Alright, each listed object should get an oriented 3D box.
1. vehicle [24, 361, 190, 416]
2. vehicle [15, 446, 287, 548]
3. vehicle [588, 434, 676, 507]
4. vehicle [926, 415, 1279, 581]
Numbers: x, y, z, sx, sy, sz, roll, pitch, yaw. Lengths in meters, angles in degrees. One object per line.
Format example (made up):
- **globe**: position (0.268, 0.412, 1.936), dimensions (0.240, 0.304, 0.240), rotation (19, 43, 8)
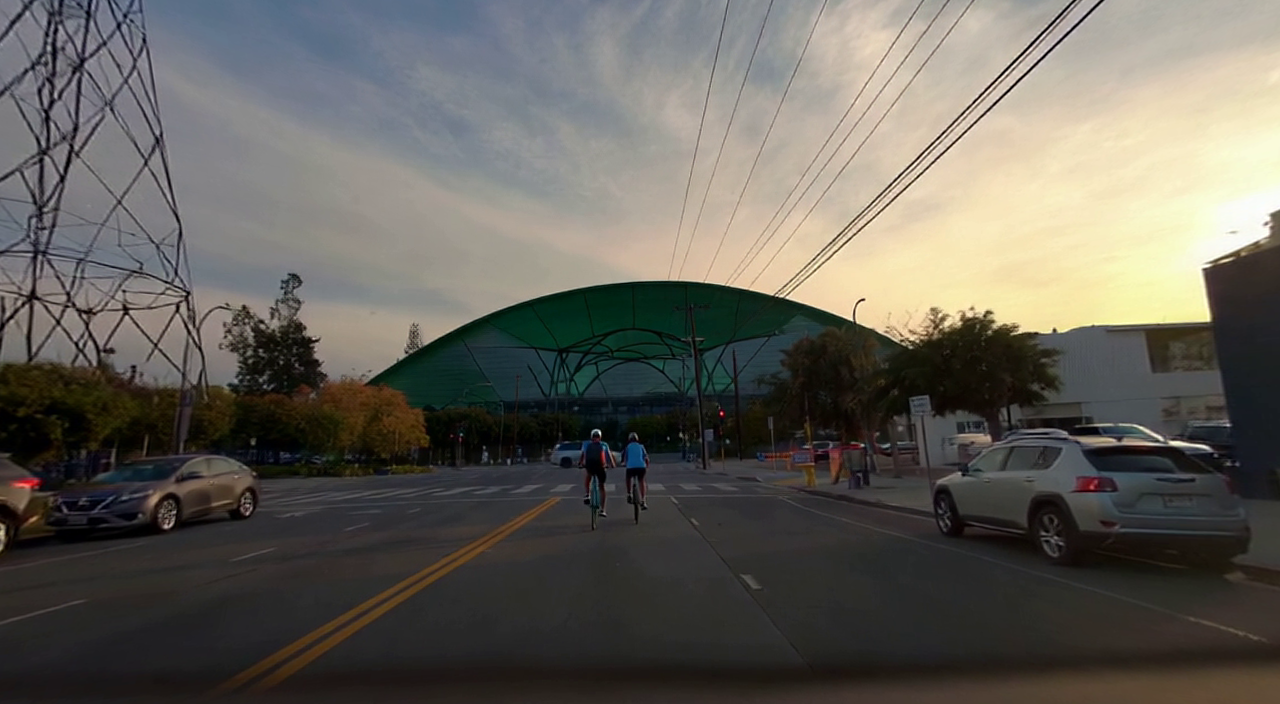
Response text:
- **vehicle**: position (-17.107, 1.225, 20.433), dimensions (3.685, 1.584, 1.708), rotation (1, -9, -3)
- **vehicle**: position (-10.247, 3.001, 13.943), dimensions (2.075, 1.816, 4.900), rotation (0, -8, -1)
- **vehicle**: position (-0.169, 3.253, 17.726), dimensions (2.190, 1.783, 4.048), rotation (0, -8, 1)
- **vehicle**: position (5.826, 1.828, 8.669), dimensions (1.873, 1.714, 3.979), rotation (0, -8, 0)
